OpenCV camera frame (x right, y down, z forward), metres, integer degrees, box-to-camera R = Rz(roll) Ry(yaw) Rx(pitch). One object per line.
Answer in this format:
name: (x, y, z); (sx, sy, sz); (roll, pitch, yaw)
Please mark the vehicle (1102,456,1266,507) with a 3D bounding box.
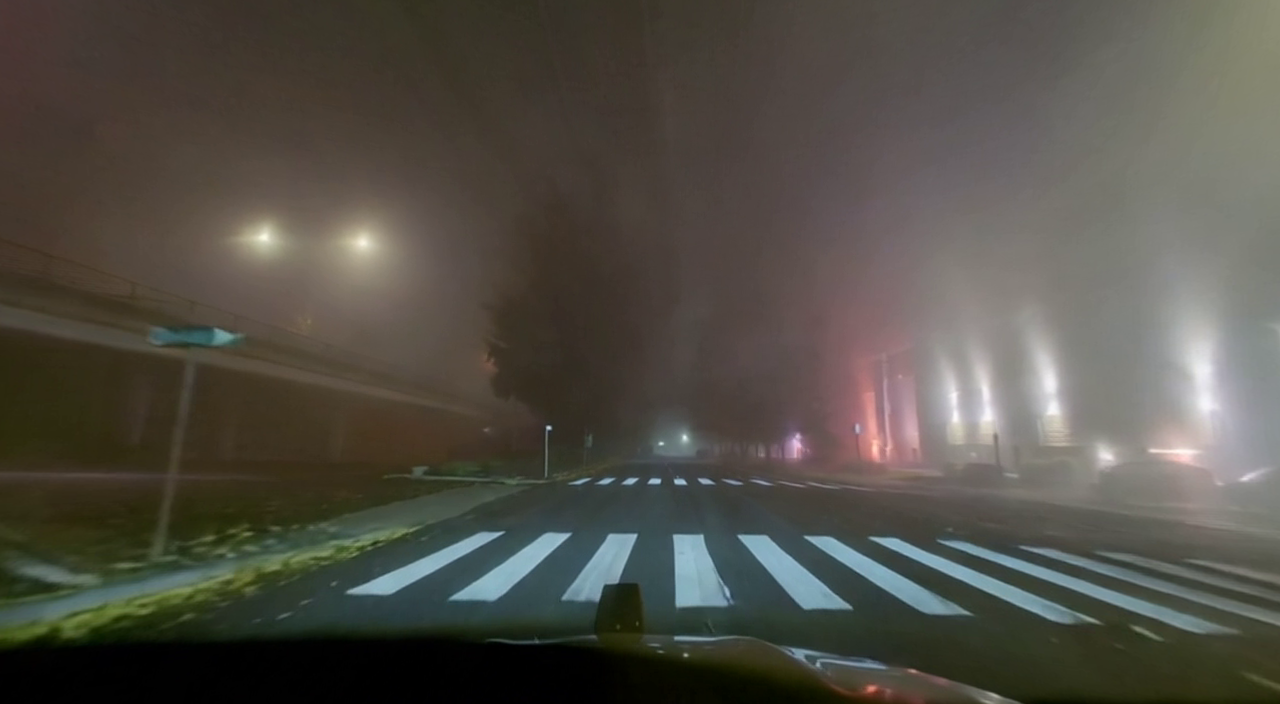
vehicle: (20.600, 4.845, 24.009); (2.066, 1.654, 4.269); (7, -11, -37)
